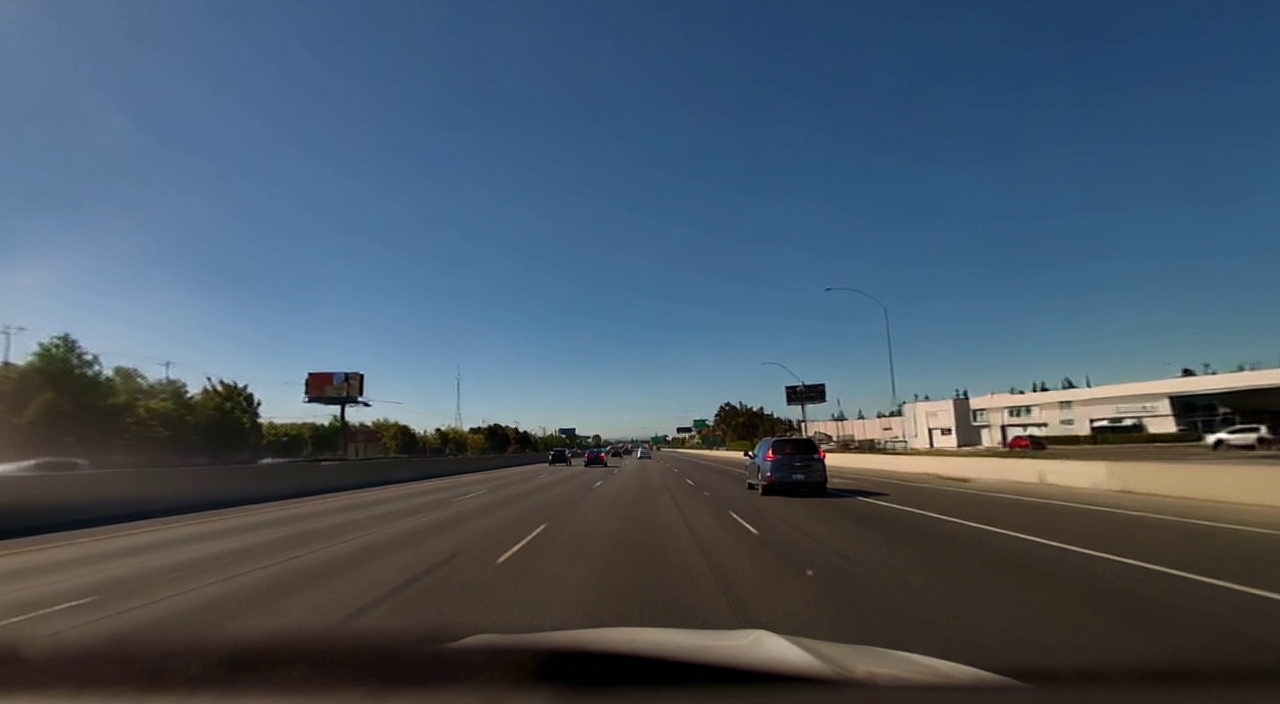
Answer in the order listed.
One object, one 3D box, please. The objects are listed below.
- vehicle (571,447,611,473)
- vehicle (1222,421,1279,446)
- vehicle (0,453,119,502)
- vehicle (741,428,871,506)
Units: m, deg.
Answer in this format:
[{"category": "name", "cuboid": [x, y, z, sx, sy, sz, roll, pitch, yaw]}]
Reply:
[{"category": "vehicle", "cuboid": [-3.016, 6.728, 39.436, 2.139, 1.510, 4.506, 0, -9, 0]}, {"category": "vehicle", "cuboid": [44.927, 5.840, 45.017, 4.543, 1.707, 1.983, 0, -9, -1]}, {"category": "vehicle", "cuboid": [-23.567, 4.749, 24.244, 2.206, 1.671, 5.566, 0, -9, 0]}, {"category": "vehicle", "cuboid": [4.197, 3.006, 16.851, 2.109, 1.764, 4.704, 0, -9, -1]}]
